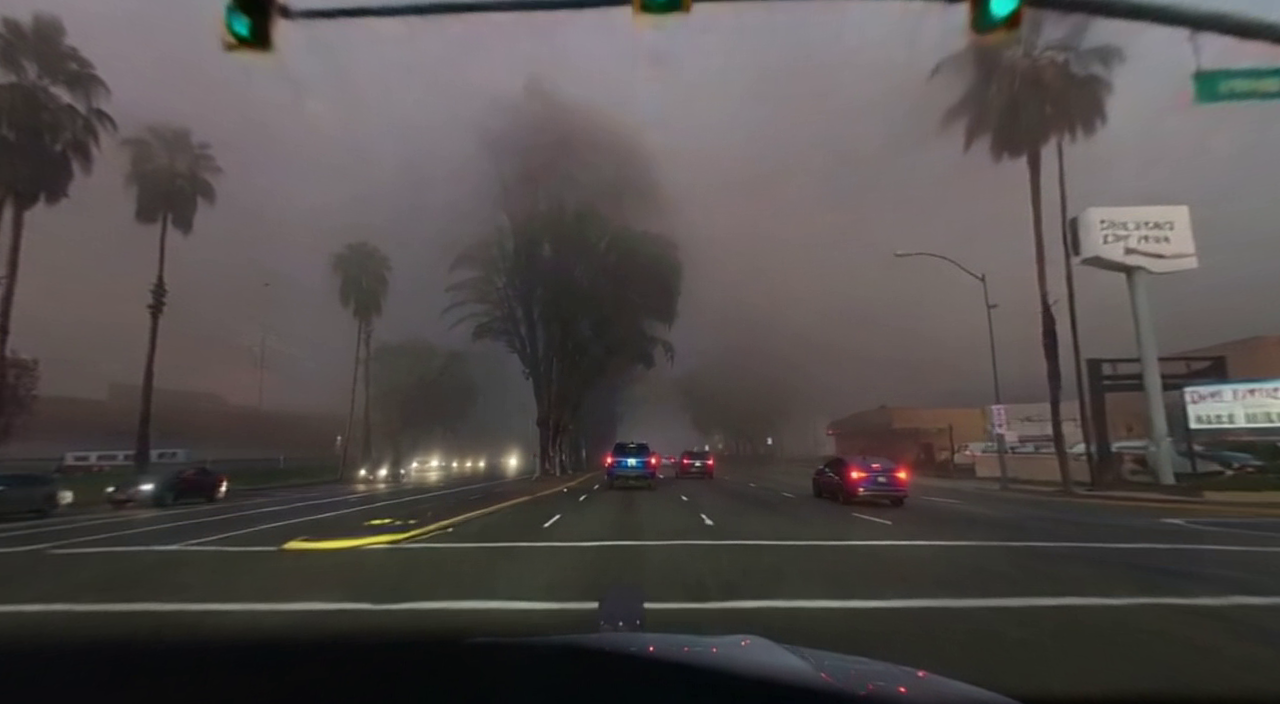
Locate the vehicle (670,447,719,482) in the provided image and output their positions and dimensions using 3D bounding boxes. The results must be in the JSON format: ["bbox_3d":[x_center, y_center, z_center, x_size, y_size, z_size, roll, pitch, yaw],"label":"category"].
[{"bbox_3d":[2.856,5.968,33.911,2.112,1.710,4.234,0,-9,-2],"label":"vehicle"}]

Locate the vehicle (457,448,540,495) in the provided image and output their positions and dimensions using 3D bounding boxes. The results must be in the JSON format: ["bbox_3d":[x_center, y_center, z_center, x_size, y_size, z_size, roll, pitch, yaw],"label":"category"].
[{"bbox_3d":[-5.154,4.392,23.622,2.036,1.541,4.107,-1,-9,2],"label":"vehicle"}]

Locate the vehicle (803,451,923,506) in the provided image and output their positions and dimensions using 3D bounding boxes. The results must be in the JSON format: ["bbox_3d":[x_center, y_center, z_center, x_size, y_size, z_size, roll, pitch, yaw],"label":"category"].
[{"bbox_3d":[6.604,3.763,19.279,1.944,1.447,4.309,0,-9,-2],"label":"vehicle"}]

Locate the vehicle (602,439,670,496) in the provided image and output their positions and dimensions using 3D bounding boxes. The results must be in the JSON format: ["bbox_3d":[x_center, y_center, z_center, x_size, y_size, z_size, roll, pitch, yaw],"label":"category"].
[{"bbox_3d":[-0.140,4.009,22.292,2.151,1.787,4.109,0,-9,0],"label":"vehicle"}]

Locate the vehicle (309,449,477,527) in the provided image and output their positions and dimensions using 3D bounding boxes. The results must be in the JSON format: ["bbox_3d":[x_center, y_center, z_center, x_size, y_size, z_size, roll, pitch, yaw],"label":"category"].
[{"bbox_3d":[-5.260,2.923,14.235,2.030,1.441,4.324,0,-9,0],"label":"vehicle"}]

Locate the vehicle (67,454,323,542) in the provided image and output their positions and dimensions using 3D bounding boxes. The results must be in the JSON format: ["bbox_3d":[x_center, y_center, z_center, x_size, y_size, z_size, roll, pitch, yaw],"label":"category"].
[{"bbox_3d":[-8.619,2.817,12.862,2.061,1.415,4.289,0,-9,0],"label":"vehicle"}]

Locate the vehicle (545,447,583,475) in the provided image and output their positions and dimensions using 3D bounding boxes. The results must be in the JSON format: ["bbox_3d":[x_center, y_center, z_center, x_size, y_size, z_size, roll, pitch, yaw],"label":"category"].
[{"bbox_3d":[-5.197,7.498,43.680,2.160,1.769,4.494,0,-9,-1],"label":"vehicle"}]
